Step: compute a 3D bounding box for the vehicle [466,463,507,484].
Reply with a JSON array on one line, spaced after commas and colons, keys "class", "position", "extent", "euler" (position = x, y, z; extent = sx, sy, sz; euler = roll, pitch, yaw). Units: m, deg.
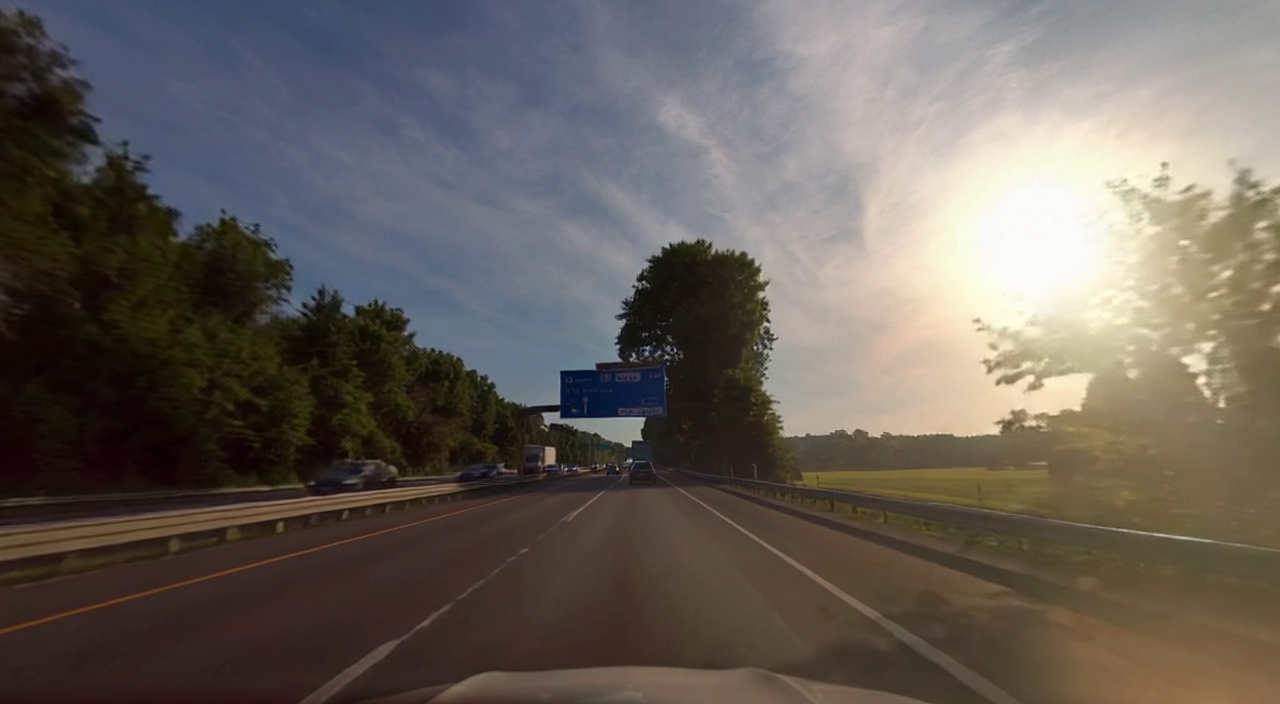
[{"class": "vehicle", "position": [-11.927, 9.496, 49.280], "extent": [1.883, 1.486, 4.813], "euler": [0, -10, 2]}]

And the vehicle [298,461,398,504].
[{"class": "vehicle", "position": [-11.113, 4.994, 24.336], "extent": [1.798, 1.447, 4.131], "euler": [1, -10, 1]}]

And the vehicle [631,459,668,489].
[{"class": "vehicle", "position": [0.547, 7.334, 38.033], "extent": [2.048, 1.663, 4.377], "euler": [1, -10, 0]}]
